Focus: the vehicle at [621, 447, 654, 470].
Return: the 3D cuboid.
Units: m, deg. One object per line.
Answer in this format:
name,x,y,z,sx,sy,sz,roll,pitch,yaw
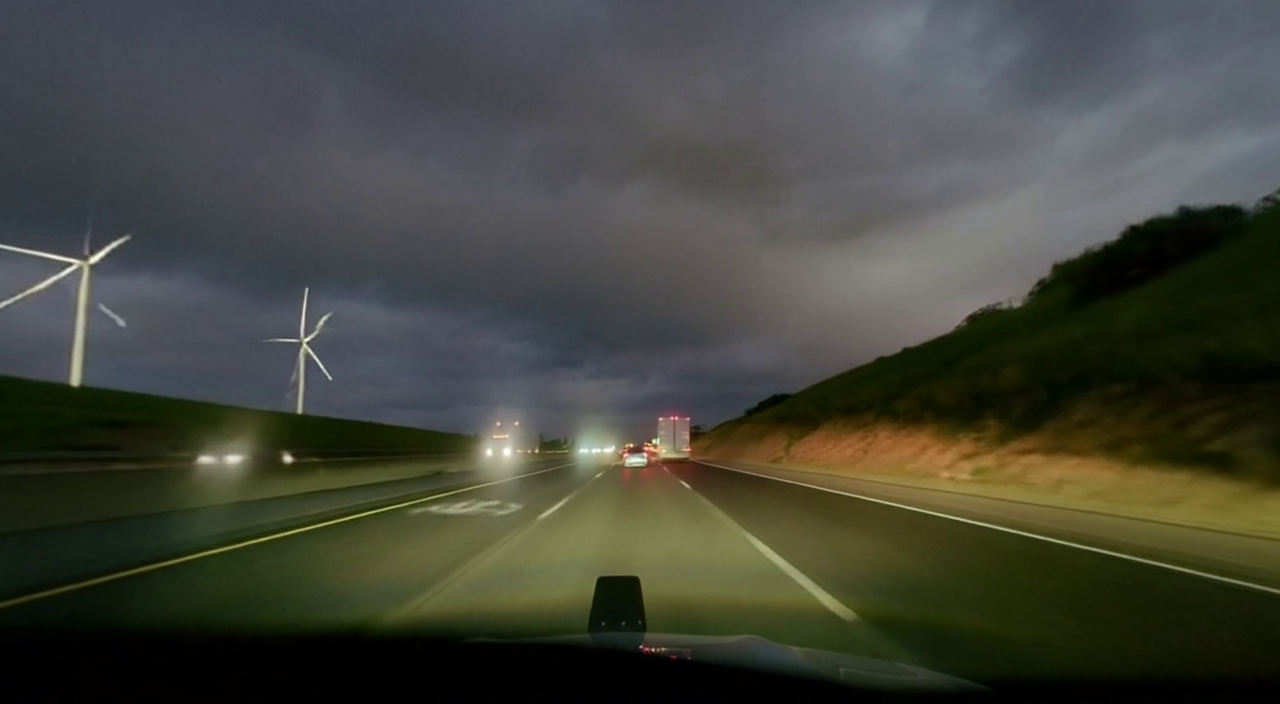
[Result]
vehicle,-0.190,7.265,43.150,2.209,1.453,3.695,0,-9,-1
